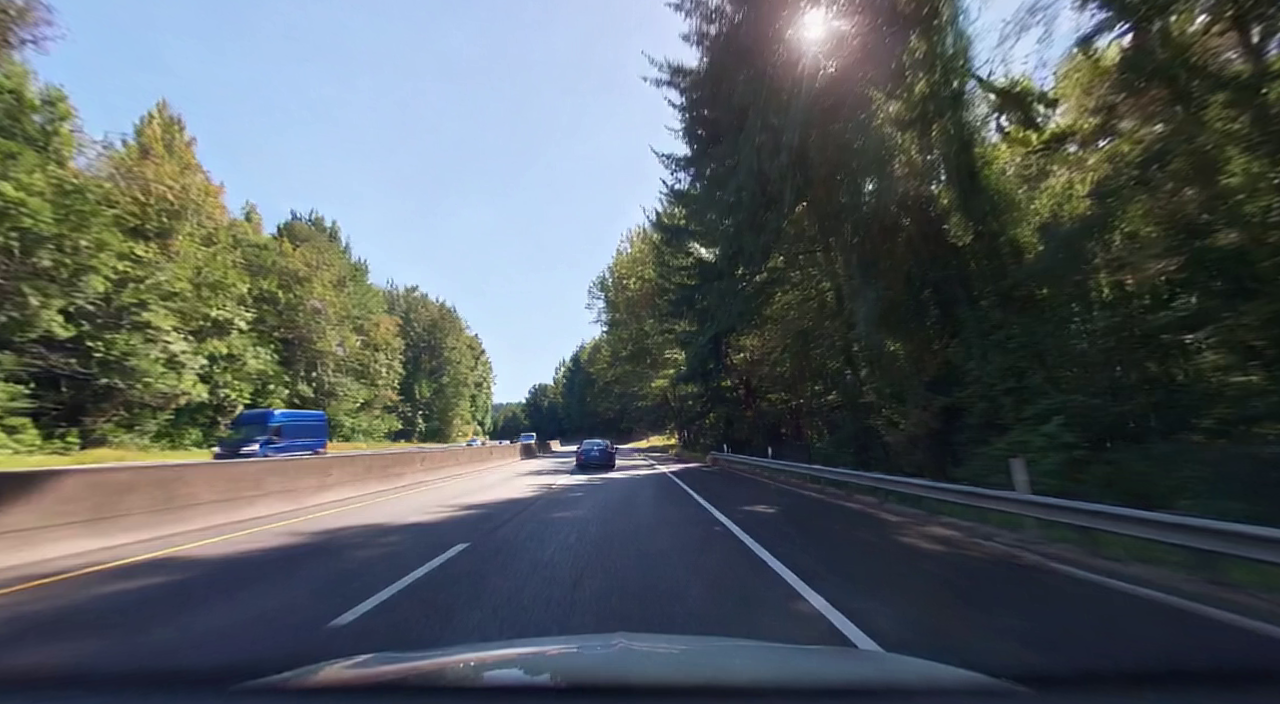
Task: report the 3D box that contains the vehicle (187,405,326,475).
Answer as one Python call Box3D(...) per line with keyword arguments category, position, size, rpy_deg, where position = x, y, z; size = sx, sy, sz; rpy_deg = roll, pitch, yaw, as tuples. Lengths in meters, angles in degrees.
Box3D(category="vehicle", position=(-15.670, 3.655, 26.228), size=(2.406, 2.571, 5.511), rpy_deg=(0, -8, -2))

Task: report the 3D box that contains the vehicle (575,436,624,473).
Box3D(category="vehicle", position=(-1.753, 4.563, 28.325), size=(2.004, 1.515, 3.968), rpy_deg=(0, -8, -1))
